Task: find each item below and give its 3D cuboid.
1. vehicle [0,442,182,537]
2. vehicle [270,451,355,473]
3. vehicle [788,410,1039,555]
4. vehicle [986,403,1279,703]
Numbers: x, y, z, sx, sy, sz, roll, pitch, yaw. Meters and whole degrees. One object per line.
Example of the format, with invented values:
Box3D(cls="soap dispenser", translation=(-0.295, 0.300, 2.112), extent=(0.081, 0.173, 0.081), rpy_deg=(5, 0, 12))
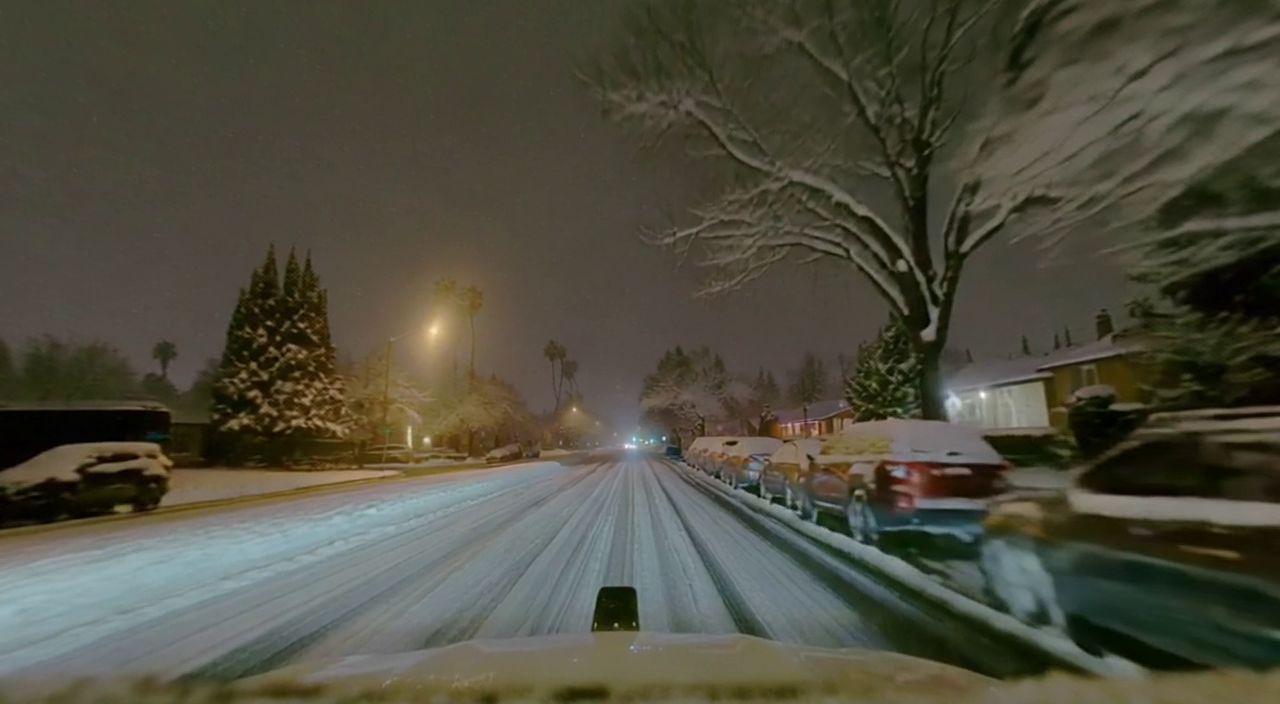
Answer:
Box3D(cls="vehicle", translation=(-13.659, 3.116, 15.115), extent=(1.926, 1.790, 4.494), rpy_deg=(0, -7, 1))
Box3D(cls="vehicle", translation=(-23.722, 7.951, 45.898), extent=(4.946, 1.518, 2.115), rpy_deg=(0, -9, 1))
Box3D(cls="vehicle", translation=(3.838, 1.916, 9.929), extent=(1.917, 1.741, 4.420), rpy_deg=(0, -9, 0))
Box3D(cls="vehicle", translation=(3.759, 1.031, 2.925), extent=(1.981, 1.546, 4.372), rpy_deg=(0, -9, 3))
